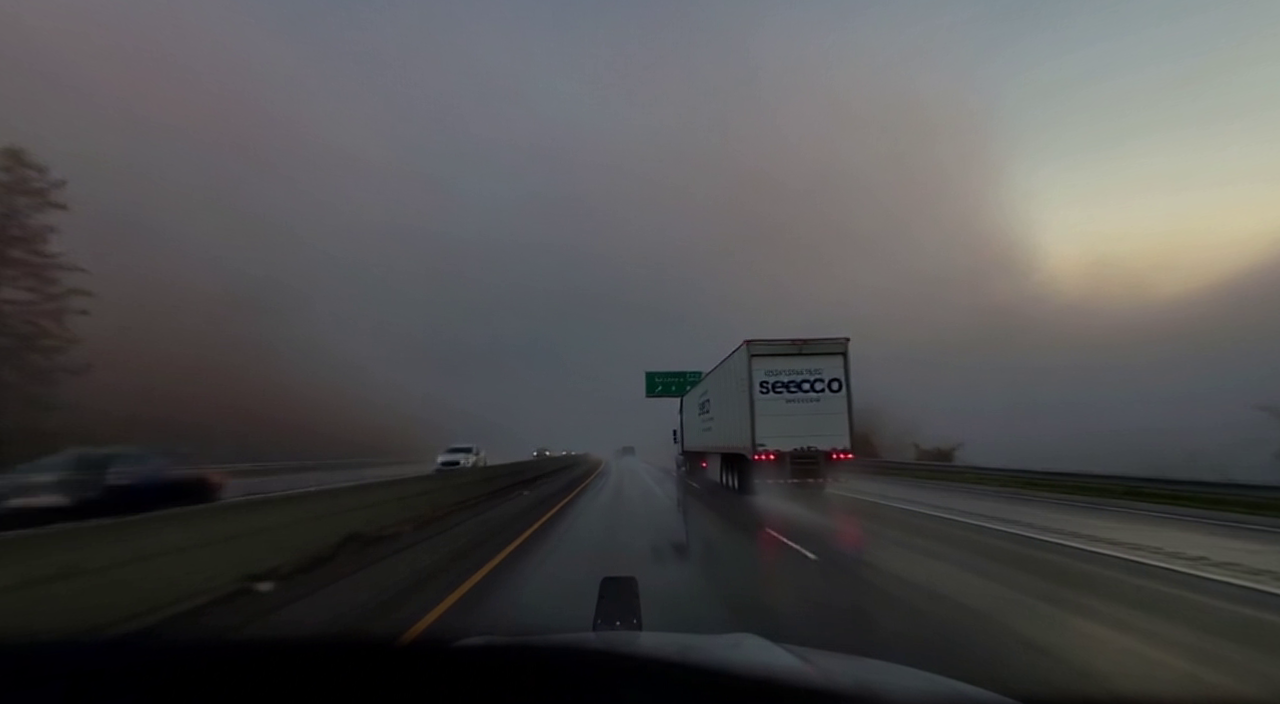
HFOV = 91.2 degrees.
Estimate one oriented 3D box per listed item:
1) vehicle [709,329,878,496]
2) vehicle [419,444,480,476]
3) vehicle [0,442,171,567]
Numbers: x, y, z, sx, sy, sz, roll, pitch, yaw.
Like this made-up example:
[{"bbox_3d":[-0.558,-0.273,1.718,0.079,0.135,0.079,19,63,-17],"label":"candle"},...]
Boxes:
[{"bbox_3d":[4.062,2.022,18.990,2.892,3.928,8.380,0,-9,0],"label":"vehicle"},{"bbox_3d":[-10.261,5.838,34.125,1.996,1.631,4.421,0,-9,-1],"label":"vehicle"},{"bbox_3d":[-8.910,1.983,8.341,1.956,1.538,4.361,0,-9,-1],"label":"vehicle"}]
